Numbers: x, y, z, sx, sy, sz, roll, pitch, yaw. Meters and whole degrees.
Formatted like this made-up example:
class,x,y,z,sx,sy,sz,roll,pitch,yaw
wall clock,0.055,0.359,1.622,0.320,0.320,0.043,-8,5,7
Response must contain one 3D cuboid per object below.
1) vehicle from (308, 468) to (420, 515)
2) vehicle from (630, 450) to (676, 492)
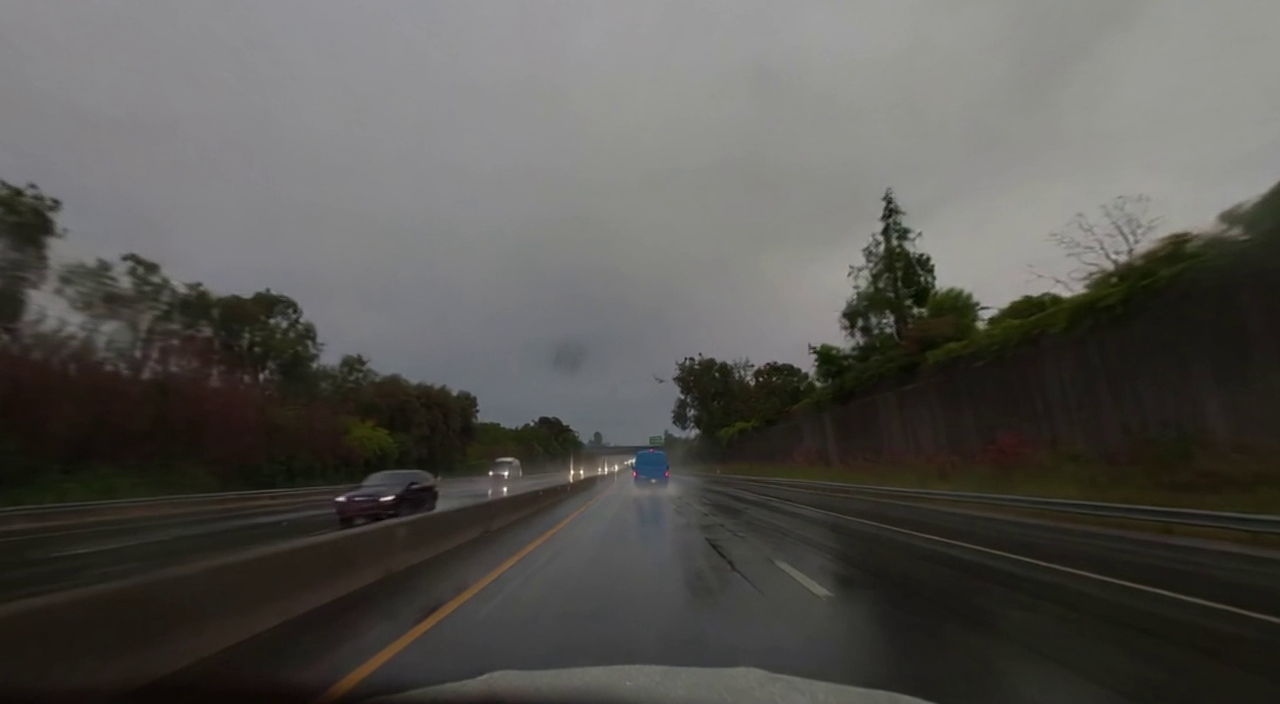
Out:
class,x,y,z,sx,sy,sz,roll,pitch,yaw
vehicle,-10.385,5.265,24.145,2.124,1.545,4.545,1,-11,1
vehicle,0.666,6.866,36.409,2.429,2.167,4.558,1,-11,-1
